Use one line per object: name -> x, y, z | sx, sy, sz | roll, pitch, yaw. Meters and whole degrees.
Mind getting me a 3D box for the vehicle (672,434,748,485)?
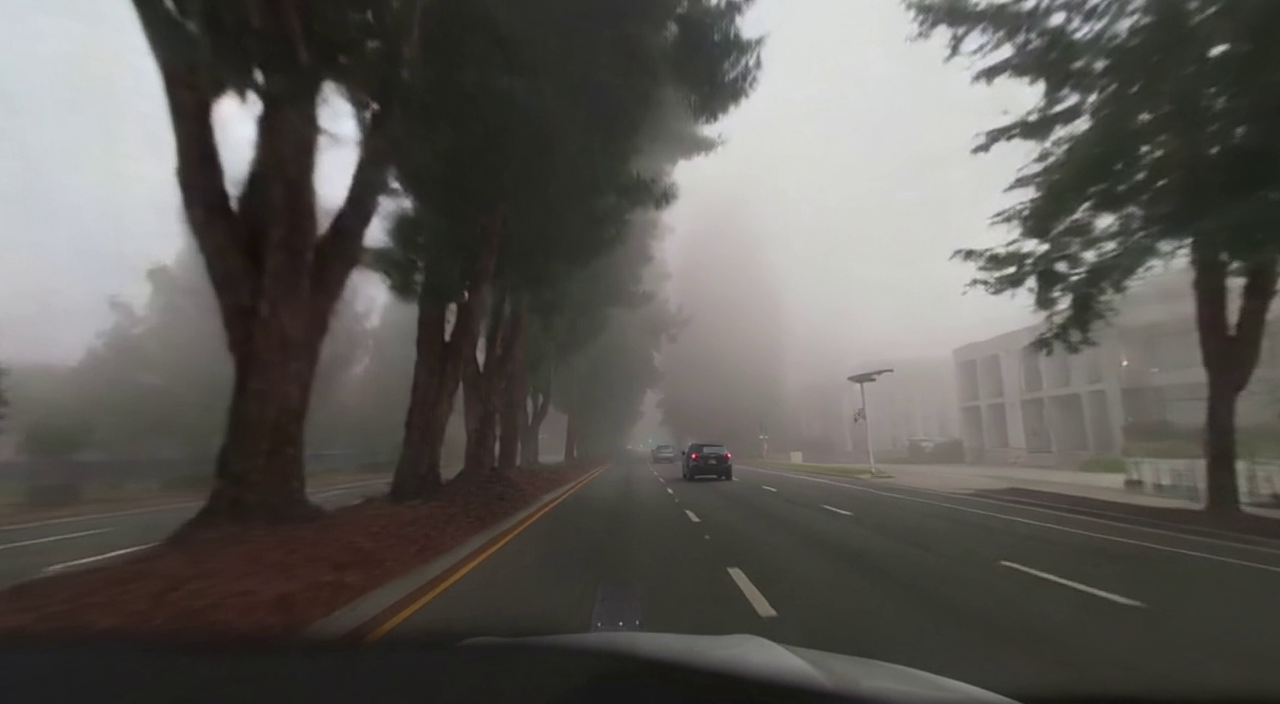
vehicle -> 2.533, 4.065, 24.275 | 2.240, 1.740, 4.605 | 0, -8, -2
